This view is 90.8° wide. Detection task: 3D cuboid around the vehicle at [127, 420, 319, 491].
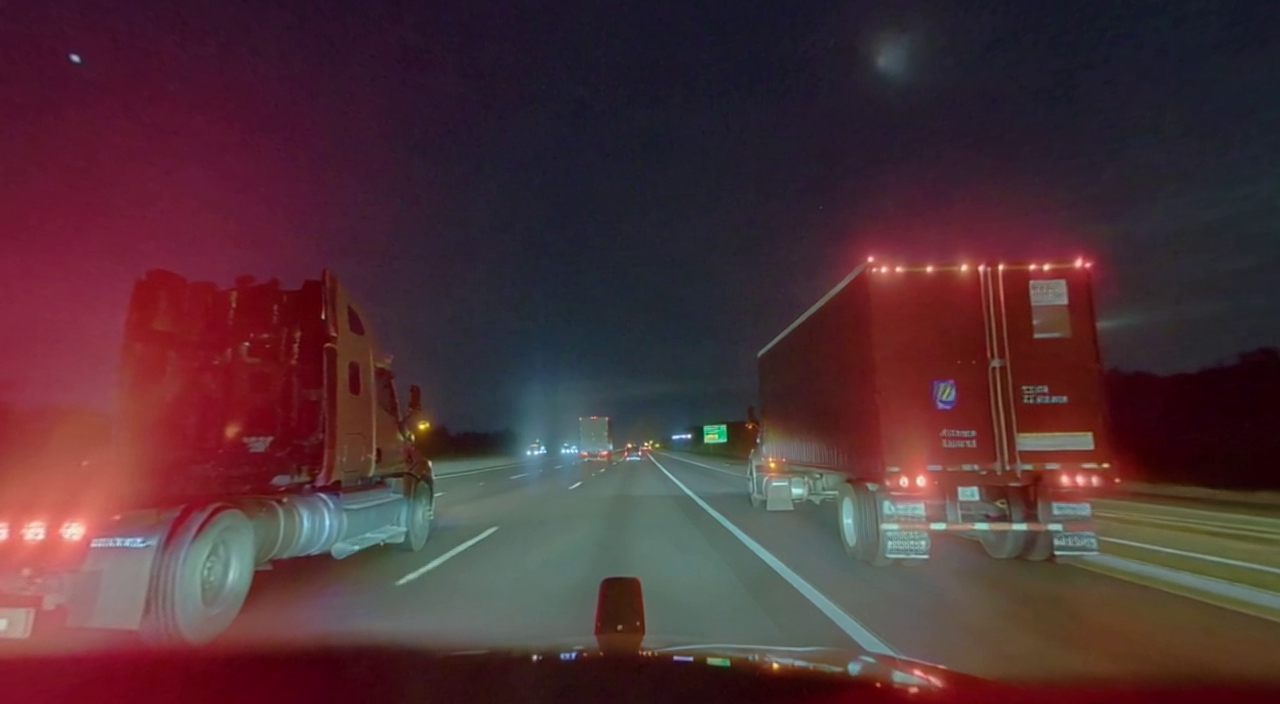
[{"bbox_3d":[-24.219,6.184,38.167,2.973,3.482,12.931,0,-9,-1],"label":"vehicle"}]
